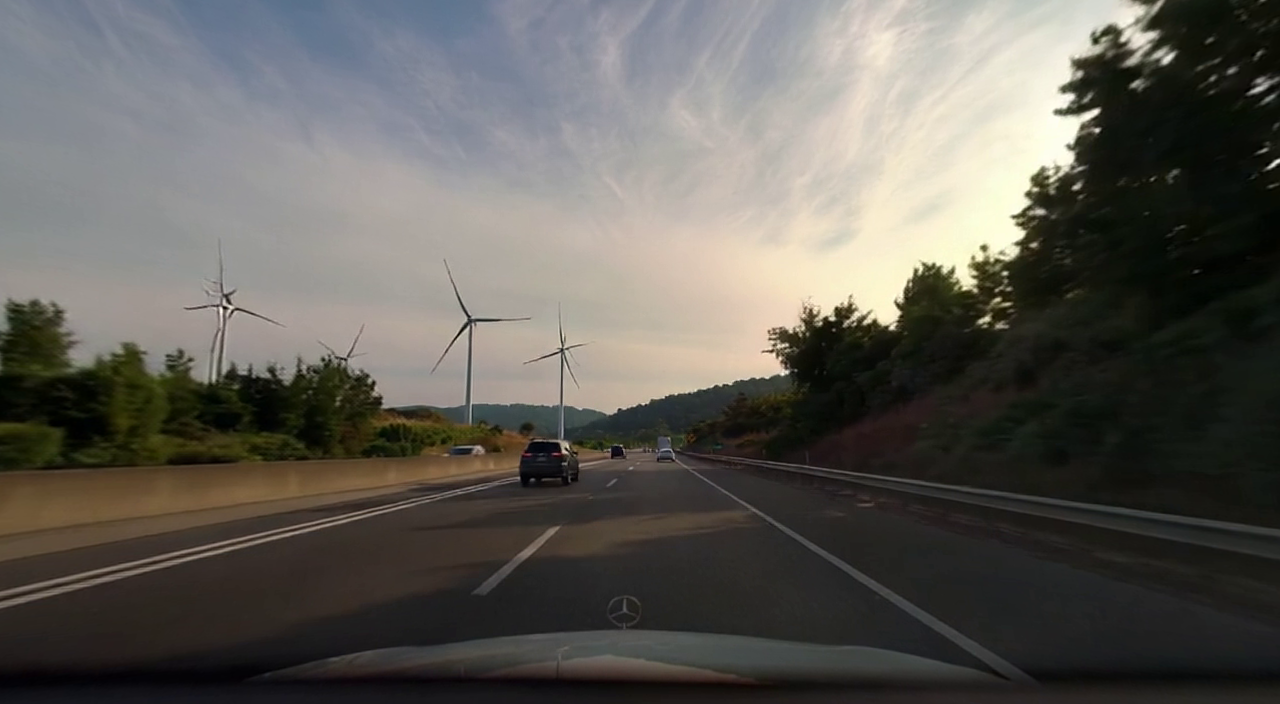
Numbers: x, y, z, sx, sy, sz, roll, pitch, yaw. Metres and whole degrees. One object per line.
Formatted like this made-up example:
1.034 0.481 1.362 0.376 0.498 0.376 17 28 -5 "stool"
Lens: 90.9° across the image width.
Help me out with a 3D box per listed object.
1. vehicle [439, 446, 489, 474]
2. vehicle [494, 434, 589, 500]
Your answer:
-11.094 6.816 39.929 1.868 1.667 4.142 0 -9 1 "vehicle"
-2.787 3.376 18.849 2.038 1.723 4.150 0 -9 2 "vehicle"
